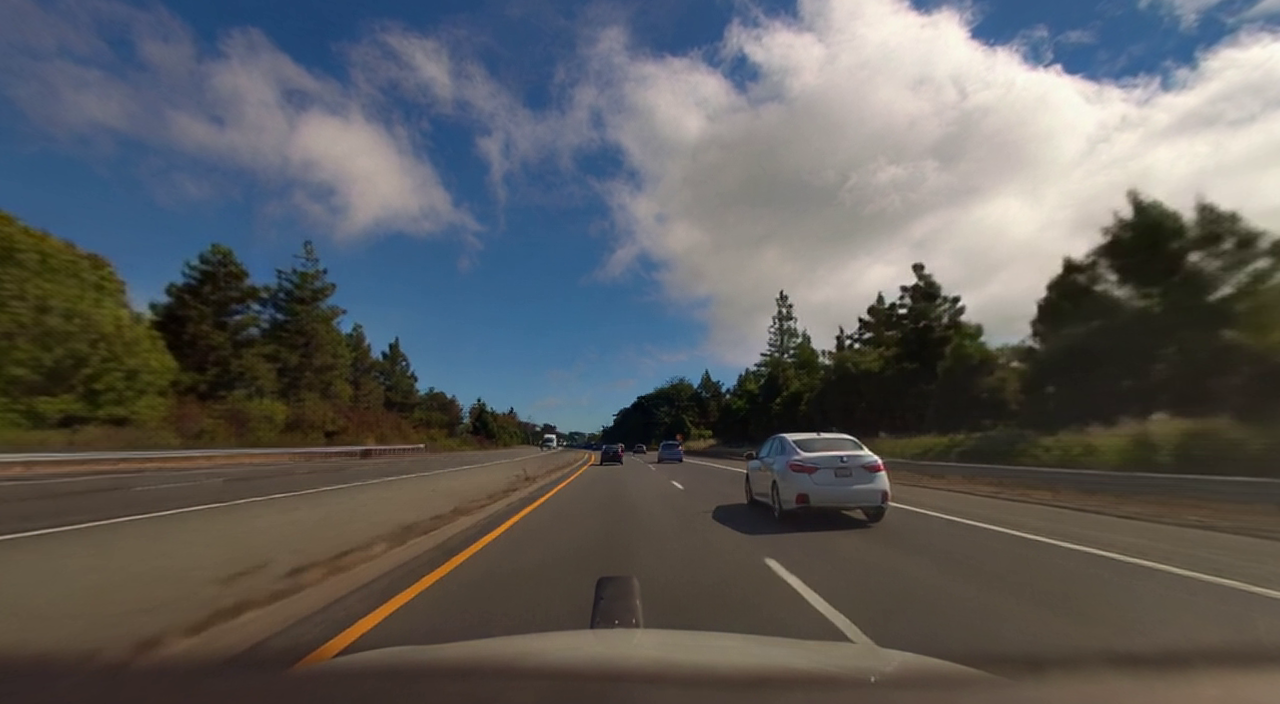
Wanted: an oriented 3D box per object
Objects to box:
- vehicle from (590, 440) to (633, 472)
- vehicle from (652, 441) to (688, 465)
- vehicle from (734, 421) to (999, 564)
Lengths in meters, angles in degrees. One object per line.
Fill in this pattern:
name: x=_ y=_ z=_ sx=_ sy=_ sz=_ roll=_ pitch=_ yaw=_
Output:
vehicle: x=-1.576 y=5.551 z=33.949 sx=2.178 sy=1.559 sz=4.254 roll=0 pitch=-8 yaw=-3
vehicle: x=1.956 y=6.817 z=42.774 sx=2.146 sy=1.546 sz=3.796 roll=0 pitch=-8 yaw=-2
vehicle: x=2.921 y=1.927 z=9.610 sx=2.055 sy=1.566 sz=5.046 roll=0 pitch=-8 yaw=-1
